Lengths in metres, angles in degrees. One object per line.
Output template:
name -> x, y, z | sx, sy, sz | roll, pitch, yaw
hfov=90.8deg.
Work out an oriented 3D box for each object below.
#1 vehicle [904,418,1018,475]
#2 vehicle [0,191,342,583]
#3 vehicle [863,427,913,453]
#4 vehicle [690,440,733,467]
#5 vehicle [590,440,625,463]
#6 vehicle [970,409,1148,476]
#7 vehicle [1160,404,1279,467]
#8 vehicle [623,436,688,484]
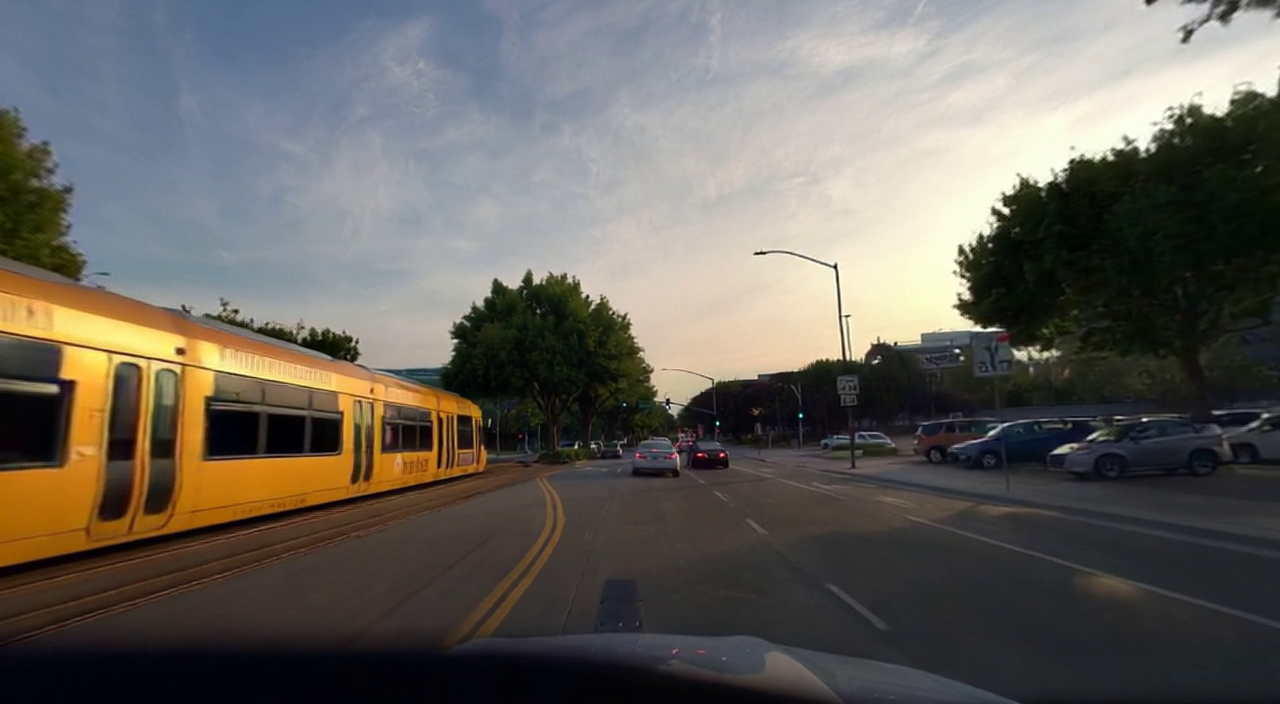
vehicle -> 13.775, 4.001, 27.637 | 2.221, 2.116, 5.535 | 1, -6, 1
vehicle -> -7.544, 0.309, 5.831 | 2.897, 3.700, 13.528 | 0, -7, 1
vehicle -> 19.372, 6.951, 49.628 | 2.116, 1.937, 4.515 | 0, -8, 1
vehicle -> 3.998, 5.750, 35.954 | 1.944, 1.447, 4.392 | 0, -8, 0
vehicle -> -2.126, 6.642, 42.323 | 2.118, 1.478, 4.076 | 0, -8, 1
vehicle -> 13.592, 3.022, 21.093 | 2.145, 1.911, 5.581 | 0, -8, 0
vehicle -> 19.813, 2.638, 19.859 | 2.159, 1.817, 5.675 | 0, -8, 1
vehicle -> 0.501, 3.634, 21.628 | 2.002, 1.471, 4.337 | 0, -8, 0
